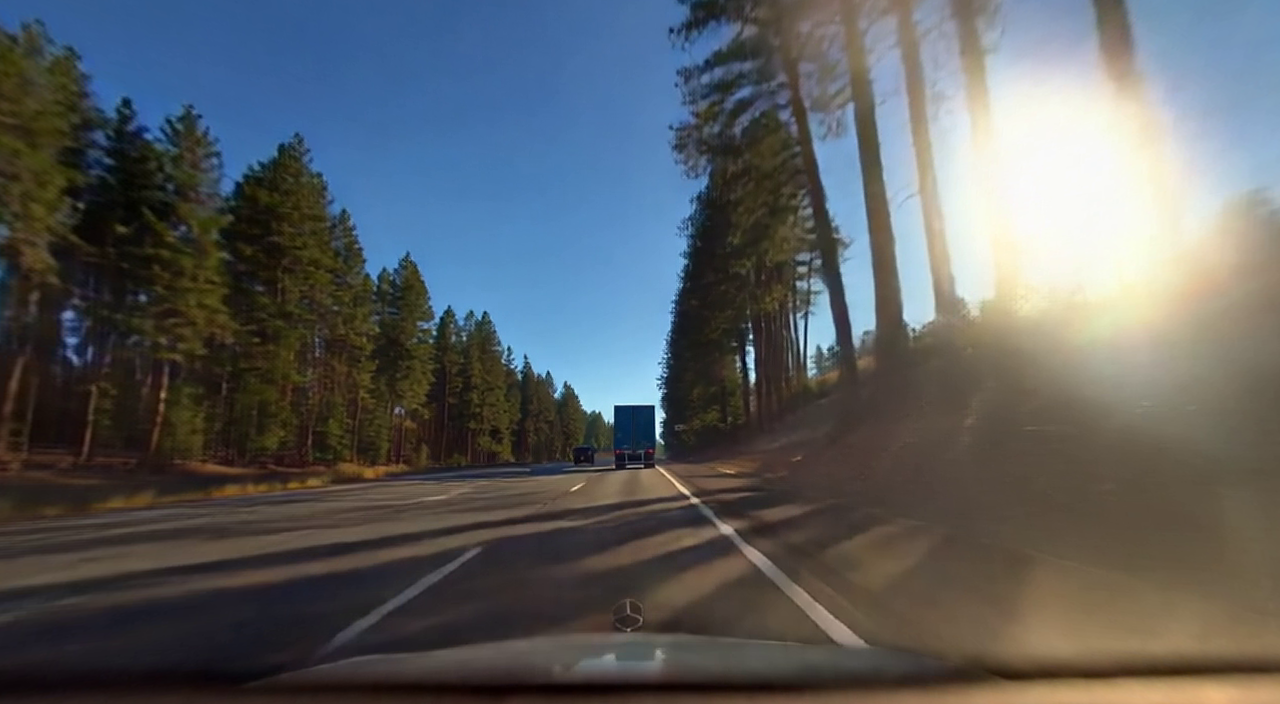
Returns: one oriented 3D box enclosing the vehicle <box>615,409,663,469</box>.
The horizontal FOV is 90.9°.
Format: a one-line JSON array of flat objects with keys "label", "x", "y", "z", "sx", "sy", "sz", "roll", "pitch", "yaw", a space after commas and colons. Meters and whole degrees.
[{"label": "vehicle", "x": -0.092, "y": 6.909, "z": 49.892, "sx": 3.320, "sy": 4.173, "sz": 11.889, "roll": 0, "pitch": -8, "yaw": 0}]
